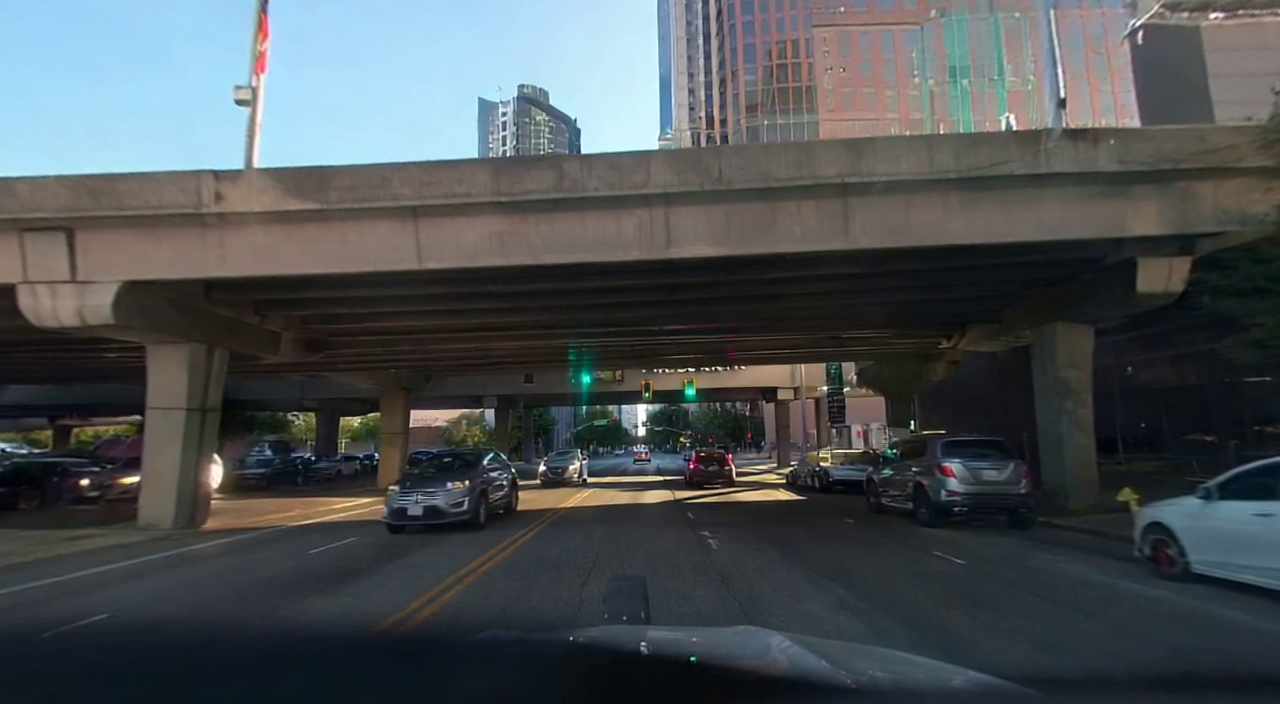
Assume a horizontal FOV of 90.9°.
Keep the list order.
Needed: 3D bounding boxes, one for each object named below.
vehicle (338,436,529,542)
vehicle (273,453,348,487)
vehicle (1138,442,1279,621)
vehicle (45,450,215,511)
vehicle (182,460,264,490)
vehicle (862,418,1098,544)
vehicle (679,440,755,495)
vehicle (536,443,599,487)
[{"bbox_3d":[-3.530,2.411,11.788,2.137,1.586,4.201,0,-8,0],"label":"vehicle"},{"bbox_3d":[-17.989,6.430,34.707,1.778,1.629,4.330,0,-8,0],"label":"vehicle"},{"bbox_3d":[6.686,1.505,4.980,2.004,1.586,4.380,-1,-8,2],"label":"vehicle"},{"bbox_3d":[-17.711,4.418,22.299,1.950,1.845,4.669,-1,-8,2],"label":"vehicle"},{"bbox_3d":[-24.422,7.179,37.149,1.771,1.516,4.508,0,-8,-1],"label":"vehicle"},{"bbox_3d":[6.386,2.458,12.661,2.284,2.048,4.379,0,-8,1],"label":"vehicle"},{"bbox_3d":[2.357,3.670,20.367,1.947,1.576,3.825,0,-8,0],"label":"vehicle"},{"bbox_3d":[-2.914,4.627,26.267,2.076,1.653,4.152,-1,-8,1],"label":"vehicle"}]
